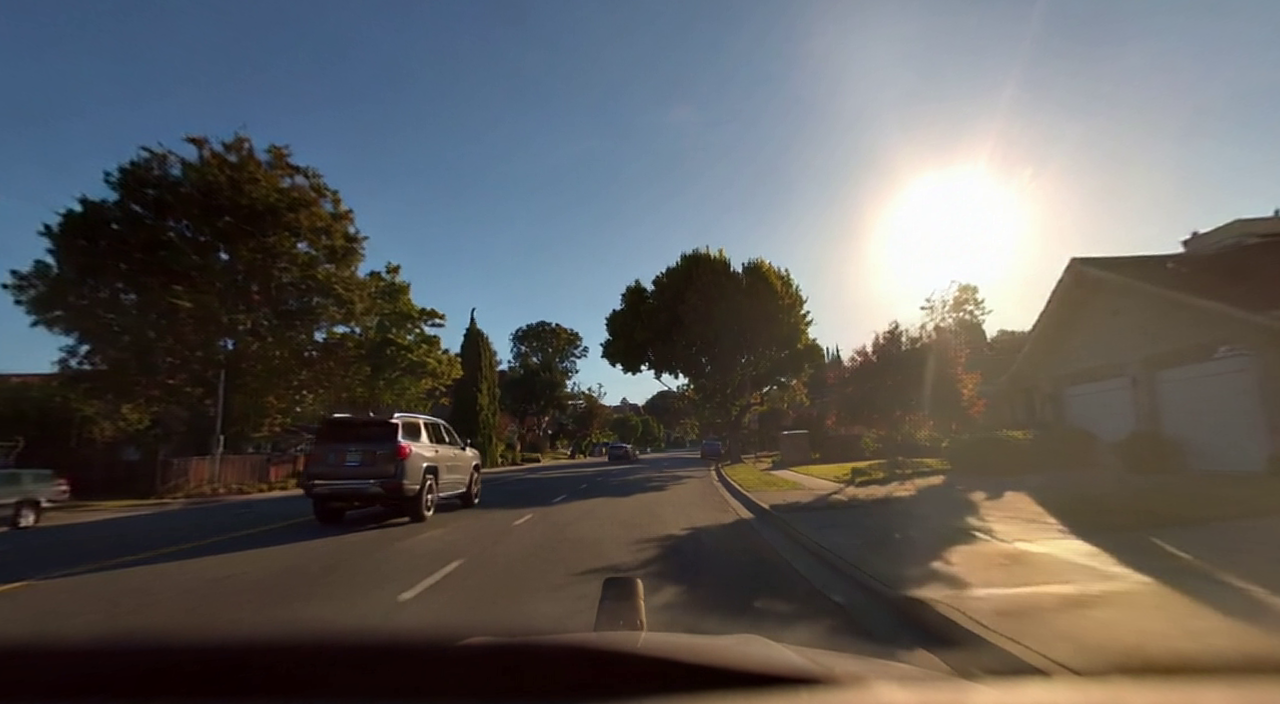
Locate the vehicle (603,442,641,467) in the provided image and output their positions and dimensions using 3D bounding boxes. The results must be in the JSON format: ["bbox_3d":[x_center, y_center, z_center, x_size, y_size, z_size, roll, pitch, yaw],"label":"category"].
[{"bbox_3d":[-1.222,7.403,45.748,2.001,1.664,4.174,-2,-9,9],"label":"vehicle"}]

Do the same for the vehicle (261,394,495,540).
[{"bbox_3d":[-4.370,2.035,11.726,2.085,2.084,5.133,0,-8,1],"label":"vehicle"}]
